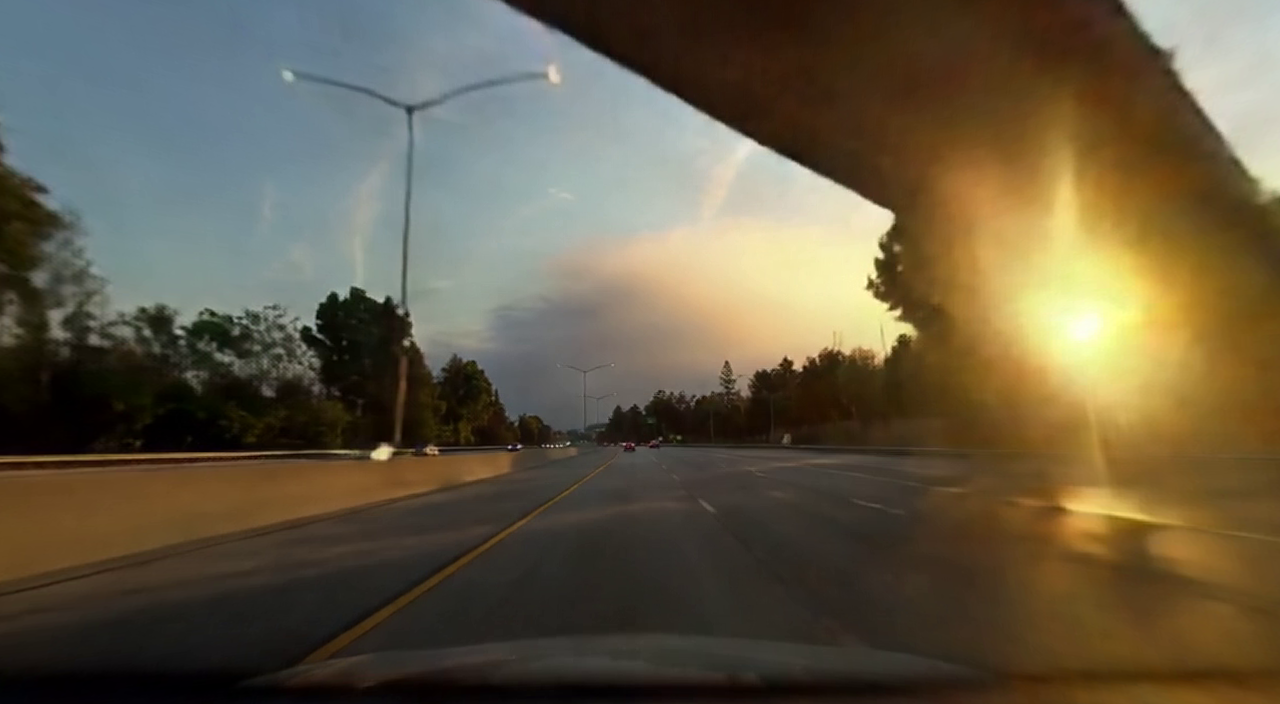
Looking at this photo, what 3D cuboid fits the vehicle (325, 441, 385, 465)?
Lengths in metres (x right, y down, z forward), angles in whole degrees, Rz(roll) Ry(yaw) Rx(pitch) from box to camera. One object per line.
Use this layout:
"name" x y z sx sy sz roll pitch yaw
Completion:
"vehicle" -18.560 6.583 41.290 1.819 1.451 4.533 0 -8 0
